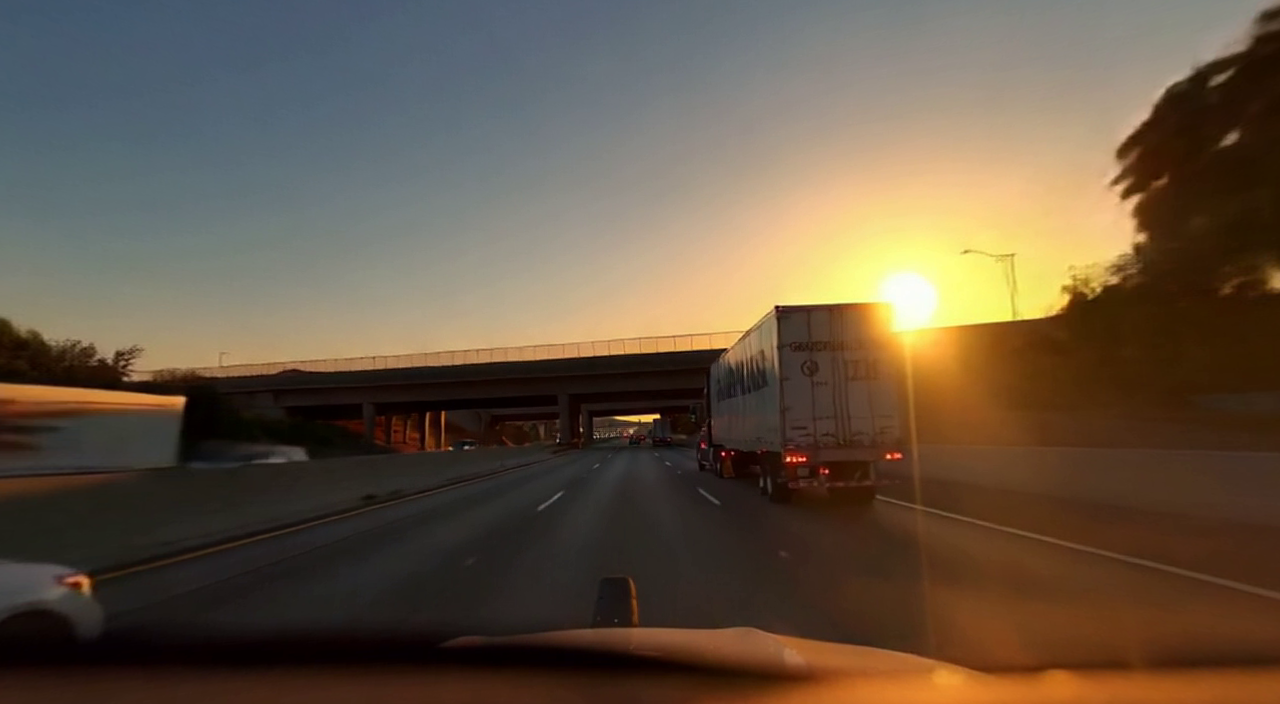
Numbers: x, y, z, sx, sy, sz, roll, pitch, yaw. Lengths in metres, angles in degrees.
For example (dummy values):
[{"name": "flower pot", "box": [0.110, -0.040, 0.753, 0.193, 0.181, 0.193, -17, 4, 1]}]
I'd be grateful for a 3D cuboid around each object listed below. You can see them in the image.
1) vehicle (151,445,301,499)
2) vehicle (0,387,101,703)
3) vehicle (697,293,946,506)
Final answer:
[{"name": "vehicle", "box": [-12.851, 3.700, 19.934, 1.811, 1.446, 4.376, 0, -8, -1]}, {"name": "vehicle", "box": [-3.555, 0.679, 0.864, 1.990, 1.520, 4.100, 0, -8, 0]}, {"name": "vehicle", "box": [4.087, 1.878, 19.289, 2.976, 4.064, 14.619, 0, -8, -1]}]
